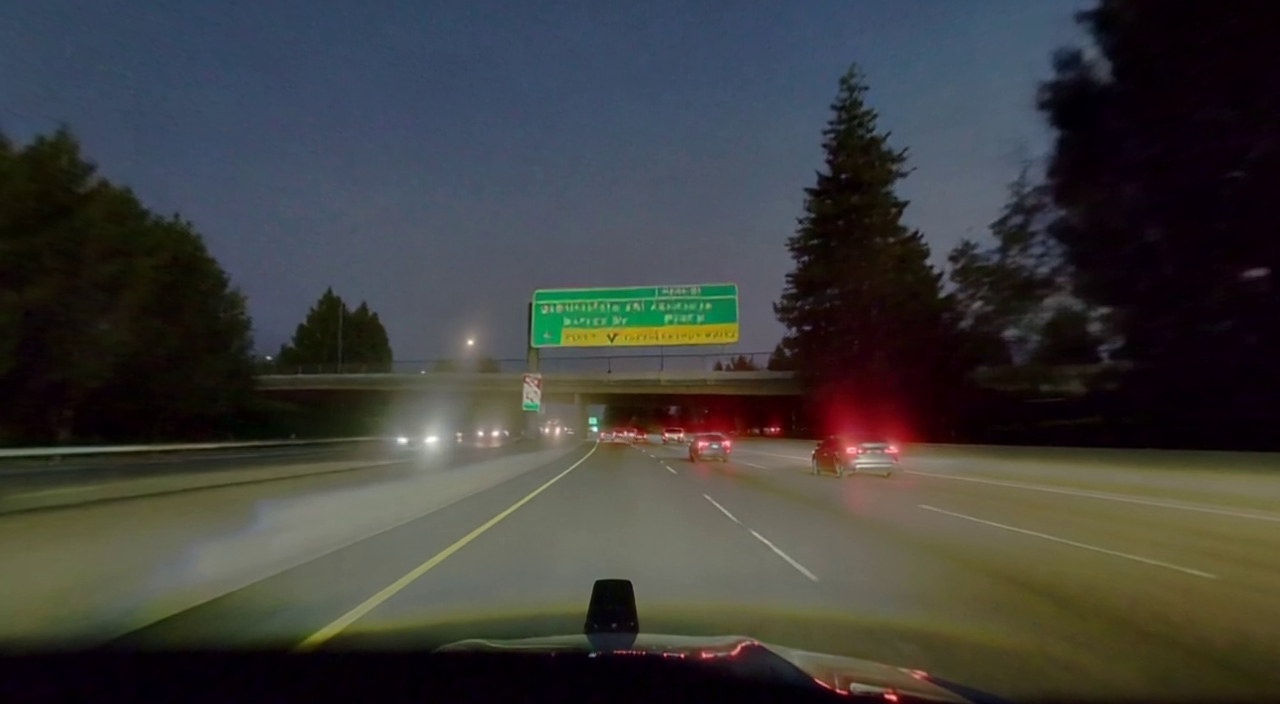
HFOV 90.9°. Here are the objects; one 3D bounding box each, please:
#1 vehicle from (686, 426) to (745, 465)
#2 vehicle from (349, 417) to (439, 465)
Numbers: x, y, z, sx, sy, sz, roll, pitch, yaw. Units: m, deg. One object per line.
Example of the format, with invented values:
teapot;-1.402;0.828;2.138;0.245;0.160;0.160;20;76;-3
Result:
vehicle;3.219;4.065;27.607;1.938;1.578;3.764;0;-7;-3
vehicle;-9.738;3.566;25.356;1.987;1.748;4.328;0;-7;-2
